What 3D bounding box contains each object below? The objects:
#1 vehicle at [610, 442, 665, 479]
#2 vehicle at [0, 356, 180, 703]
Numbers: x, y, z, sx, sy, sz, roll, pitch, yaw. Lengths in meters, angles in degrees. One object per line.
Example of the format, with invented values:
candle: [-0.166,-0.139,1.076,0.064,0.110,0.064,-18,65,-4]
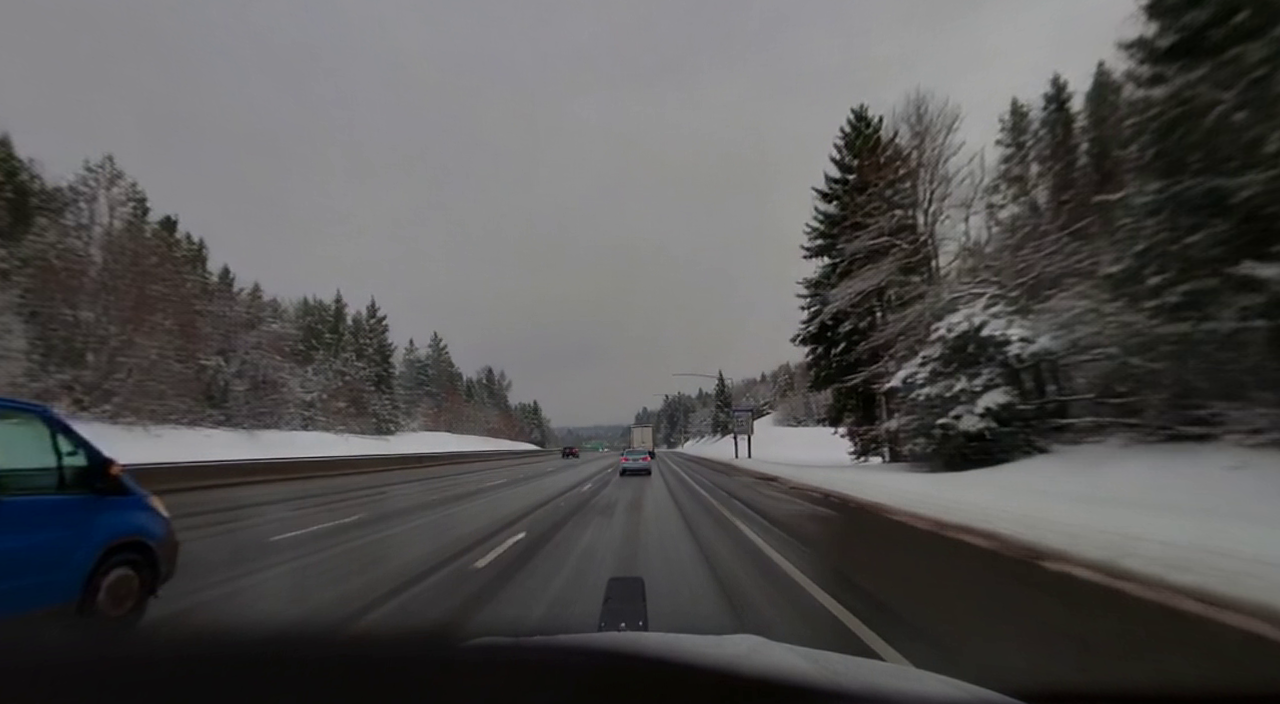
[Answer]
vehicle: [-0.077,4.711,27.695,2.238,1.479,3.672,0,-9,1]
vehicle: [-4.579,0.765,2.134,2.174,1.862,5.012,0,-9,1]
